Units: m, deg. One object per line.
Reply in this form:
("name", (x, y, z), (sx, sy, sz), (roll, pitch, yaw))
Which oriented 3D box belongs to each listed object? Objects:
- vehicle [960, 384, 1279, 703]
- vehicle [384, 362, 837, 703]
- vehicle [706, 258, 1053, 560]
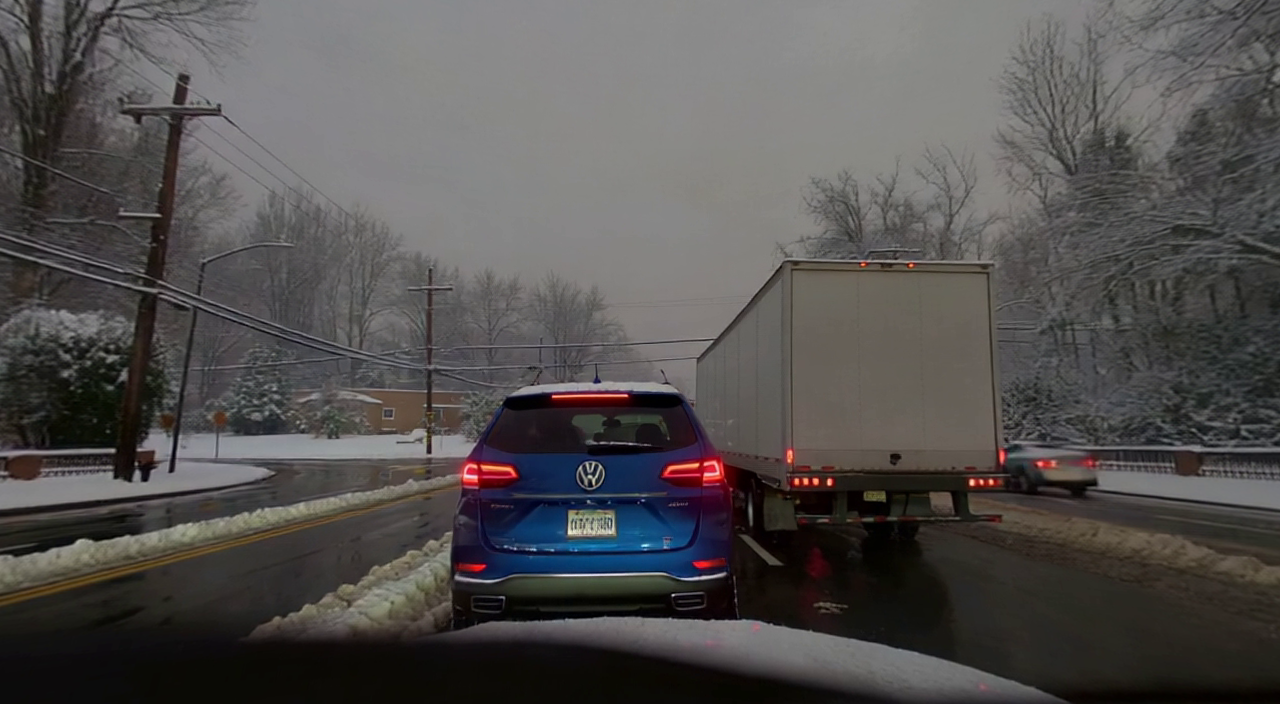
("vehicle", (2.833, 0.747, 1.193), (1.971, 1.484, 4.728), (0, -8, 0))
("vehicle", (-0.132, 1.223, 5.133), (2.114, 1.732, 4.230), (0, -8, 0))
("vehicle", (3.224, 1.255, 11.834), (2.915, 3.559, 8.848), (0, -8, -1))
